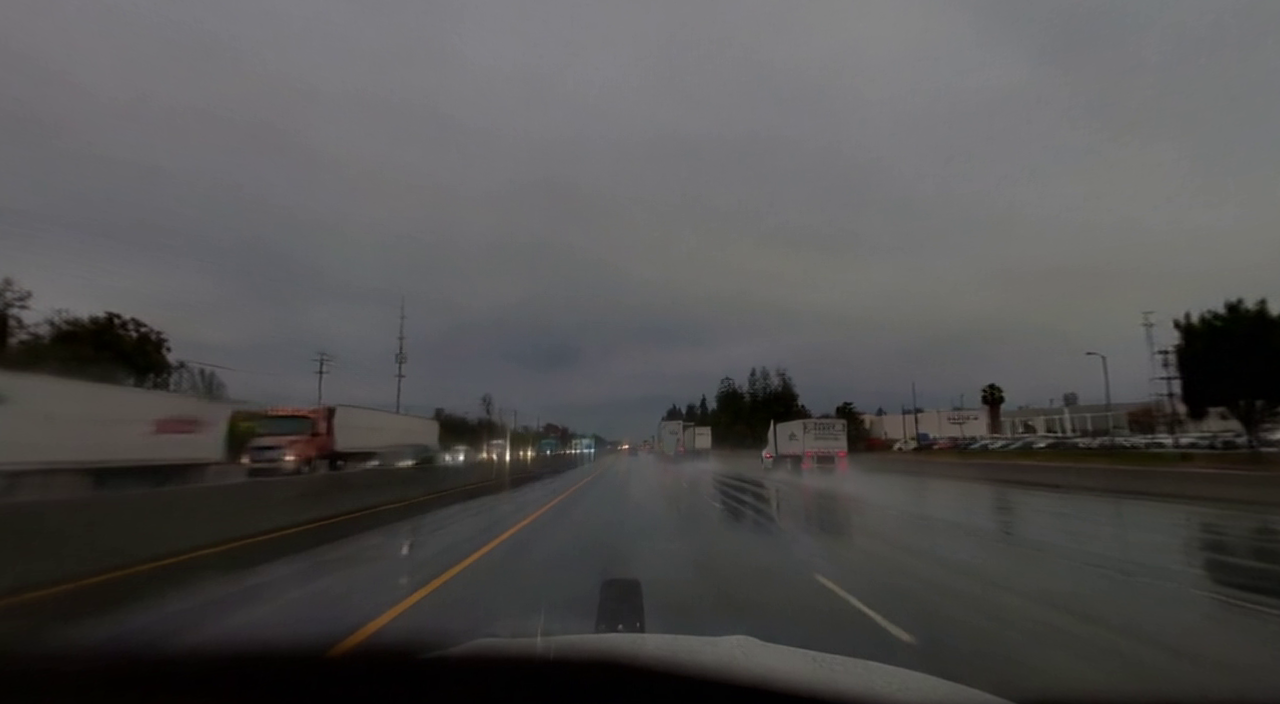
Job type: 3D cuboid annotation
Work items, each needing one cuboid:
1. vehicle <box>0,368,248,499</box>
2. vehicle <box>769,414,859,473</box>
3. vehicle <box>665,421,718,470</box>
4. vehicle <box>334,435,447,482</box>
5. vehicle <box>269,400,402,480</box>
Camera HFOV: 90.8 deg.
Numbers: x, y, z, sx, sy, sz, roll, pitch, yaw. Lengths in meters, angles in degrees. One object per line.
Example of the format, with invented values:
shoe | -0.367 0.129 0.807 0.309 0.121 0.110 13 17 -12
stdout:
vehicle | -21.229 3.153 23.593 2.850 3.981 16.420 0 -9 -1
vehicle | 10.801 5.895 40.490 2.912 3.293 9.588 0 -9 -1
vehicle | 3.360 6.420 43.269 2.742 3.054 7.537 0 -9 -2
vehicle | -10.388 4.511 26.939 2.415 1.754 5.809 0 -9 0
vehicle | -17.611 5.291 37.638 3.294 4.178 9.302 0 -9 -1
